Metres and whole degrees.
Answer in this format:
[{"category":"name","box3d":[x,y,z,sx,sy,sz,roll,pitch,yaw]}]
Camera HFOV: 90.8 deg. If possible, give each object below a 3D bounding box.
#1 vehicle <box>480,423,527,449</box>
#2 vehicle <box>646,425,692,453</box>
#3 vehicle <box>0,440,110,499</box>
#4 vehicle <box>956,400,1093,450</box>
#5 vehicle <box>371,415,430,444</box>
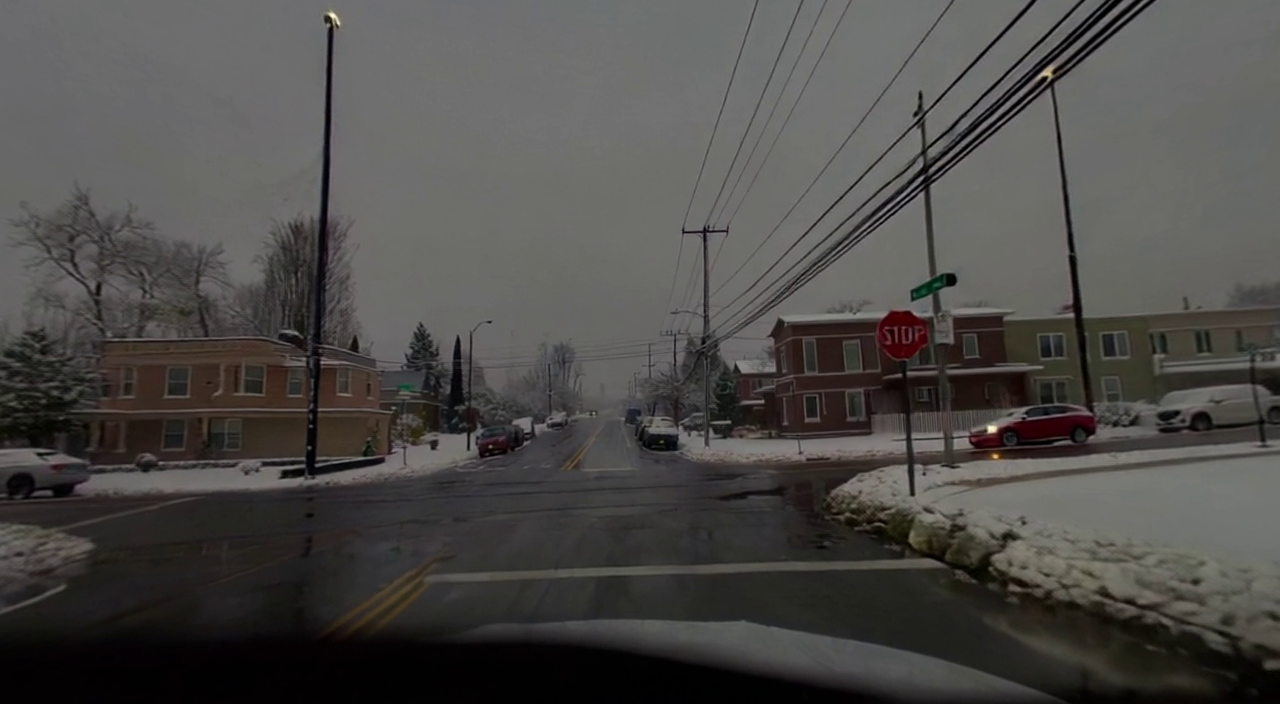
[{"category":"vehicle","box3d":[-8.529,5.332,39.815,2.065,1.553,4.636,0,-8,-2]},{"category":"vehicle","box3d":[1.557,4.939,35.678,2.120,1.487,4.360,0,-8,-4]},{"category":"vehicle","box3d":[-19.807,3.679,19.920,4.181,1.742,1.945,1,-9,-11]},{"category":"vehicle","box3d":[17.075,3.309,28.154,4.985,2.088,2.141,2,-9,-13]},{"category":"vehicle","box3d":[-14.547,4.802,38.698,1.992,1.678,4.658,0,-8,-3]}]
